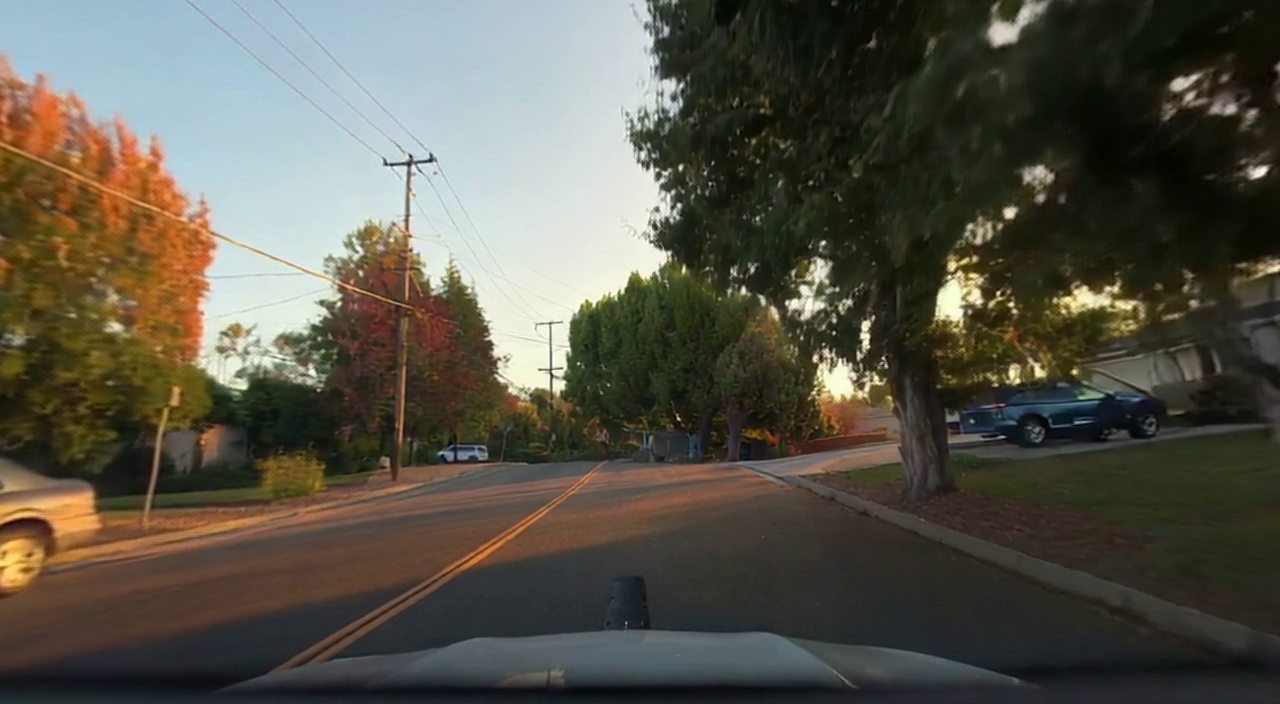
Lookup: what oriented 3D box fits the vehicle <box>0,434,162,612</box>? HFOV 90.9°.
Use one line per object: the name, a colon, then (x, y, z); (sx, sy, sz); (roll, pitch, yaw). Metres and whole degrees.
vehicle: (-6.801, 1.440, 4.894); (2.032, 1.595, 5.289); (0, -8, 0)
